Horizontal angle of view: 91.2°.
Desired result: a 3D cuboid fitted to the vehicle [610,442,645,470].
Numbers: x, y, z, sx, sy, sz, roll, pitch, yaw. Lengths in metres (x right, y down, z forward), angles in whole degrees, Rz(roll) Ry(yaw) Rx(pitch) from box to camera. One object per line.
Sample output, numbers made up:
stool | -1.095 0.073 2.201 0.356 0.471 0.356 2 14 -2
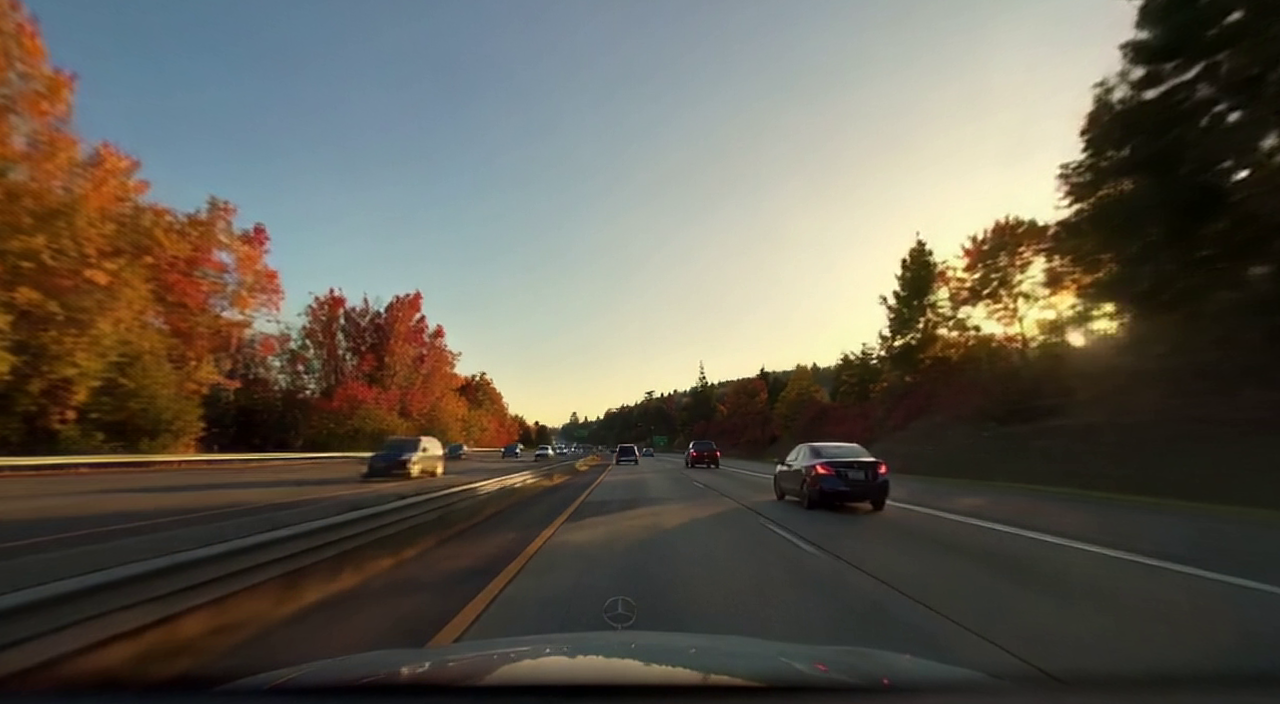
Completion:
vehicle | -0.808 6.694 40.473 2.151 1.693 4.201 0 -9 -1

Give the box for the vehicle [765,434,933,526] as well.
vehicle | 3.921 2.457 12.565 1.968 1.513 3.911 0 -9 0

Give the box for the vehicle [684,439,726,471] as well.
vehicle | 3.786 6.058 37.130 1.982 1.745 4.151 0 -9 -1

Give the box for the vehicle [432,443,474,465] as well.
vehicle | -13.488 7.348 45.412 1.874 1.498 3.922 0 -9 -1

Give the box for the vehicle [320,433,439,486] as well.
vehicle | -8.292 3.455 20.466 1.918 1.511 4.549 0 -9 0
